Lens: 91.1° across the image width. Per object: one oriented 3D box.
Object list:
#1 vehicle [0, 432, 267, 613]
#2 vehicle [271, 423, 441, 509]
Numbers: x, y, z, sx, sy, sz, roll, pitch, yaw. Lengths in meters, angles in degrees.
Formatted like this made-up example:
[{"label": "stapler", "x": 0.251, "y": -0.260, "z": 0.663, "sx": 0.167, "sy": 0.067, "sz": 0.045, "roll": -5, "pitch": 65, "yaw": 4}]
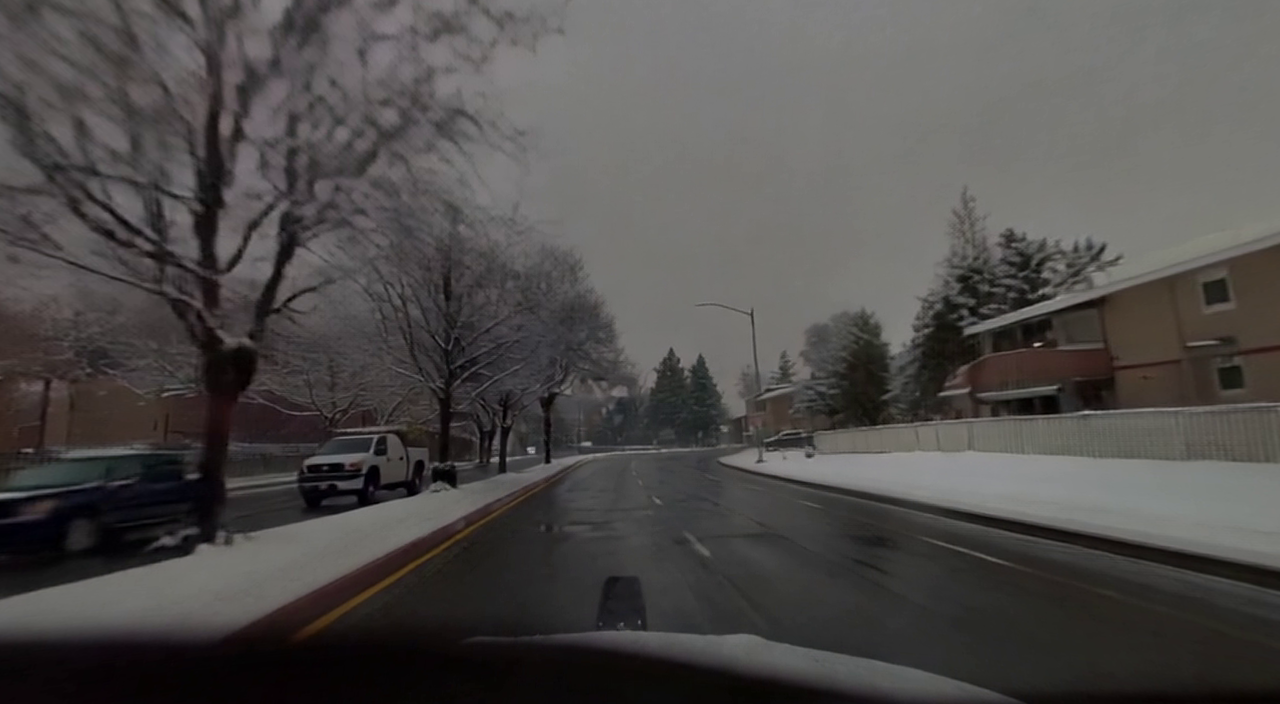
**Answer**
[{"label": "vehicle", "x": -6.241, "y": 1.626, "z": 6.767, "sx": 1.888, "sy": 1.476, "sz": 4.286, "roll": 0, "pitch": -8, "yaw": -2}, {"label": "vehicle", "x": -6.809, "y": 2.764, "z": 15.808, "sx": 2.196, "sy": 1.809, "sz": 4.857, "roll": 1, "pitch": -8, "yaw": -3}]
